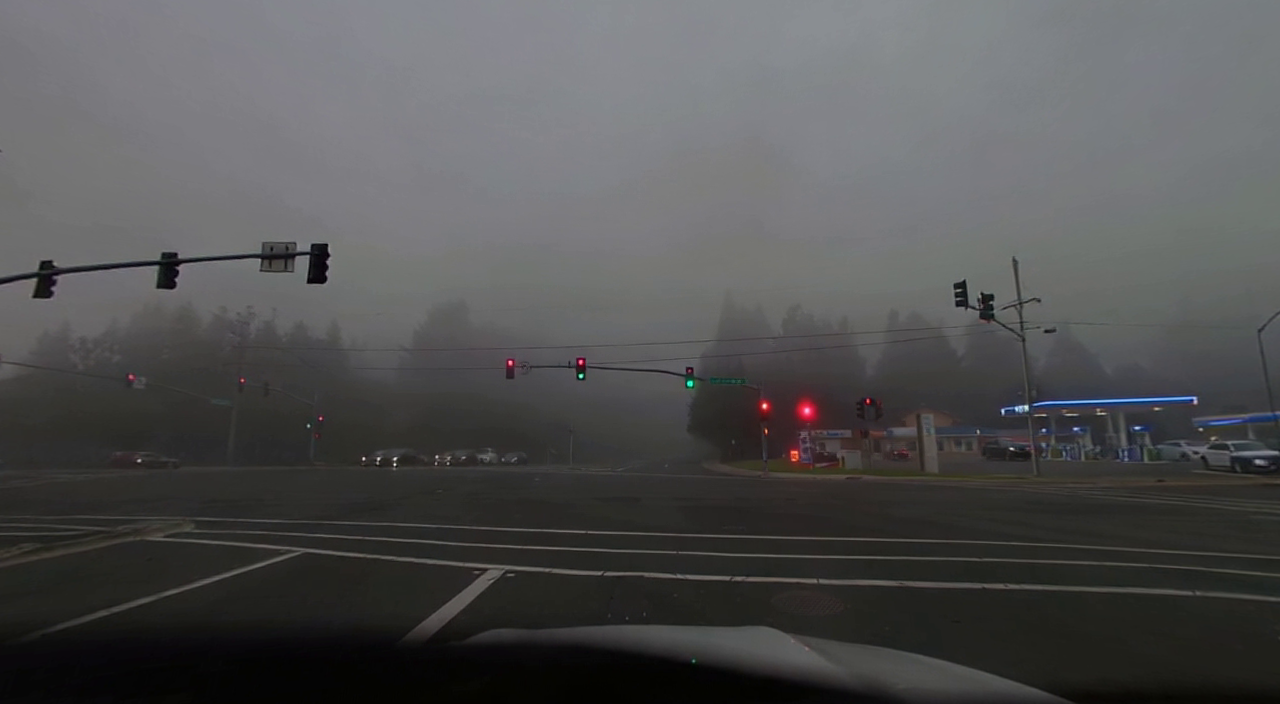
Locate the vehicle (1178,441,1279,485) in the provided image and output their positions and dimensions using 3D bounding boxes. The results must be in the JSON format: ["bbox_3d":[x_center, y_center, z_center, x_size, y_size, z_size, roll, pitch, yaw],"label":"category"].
[{"bbox_3d":[22.094,3.808,21.805,4.716,1.455,2.060,-3,-9,17],"label":"vehicle"}]
